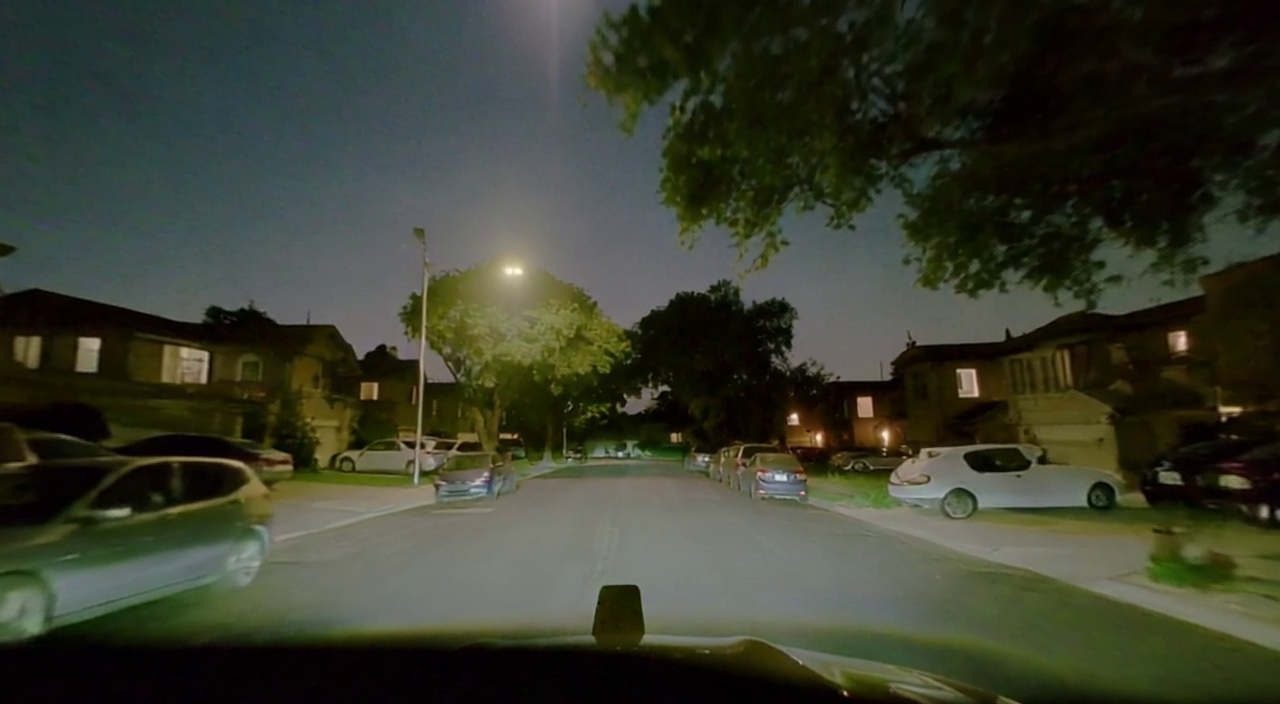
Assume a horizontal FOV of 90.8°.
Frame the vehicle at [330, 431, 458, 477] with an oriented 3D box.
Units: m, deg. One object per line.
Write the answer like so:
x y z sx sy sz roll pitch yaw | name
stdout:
-10.557 4.415 27.476 4.641 1.844 2.243 1 -8 -5 | vehicle

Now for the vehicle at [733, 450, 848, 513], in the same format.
4.034 3.551 17.900 2.042 1.456 4.903 0 -8 0 | vehicle

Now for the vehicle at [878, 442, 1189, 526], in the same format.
7.499 2.535 12.467 4.818 1.502 1.867 0 -8 2 | vehicle

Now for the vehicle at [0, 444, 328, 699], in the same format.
-4.732 1.458 4.958 2.189 1.421 4.659 0 -8 0 | vehicle

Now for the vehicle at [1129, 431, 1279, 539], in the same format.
10.817 1.954 9.736 4.783 1.469 2.007 -1 -7 2 | vehicle

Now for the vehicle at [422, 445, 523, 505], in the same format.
-4.987 3.692 19.445 1.943 1.602 4.172 0 -8 0 | vehicle
